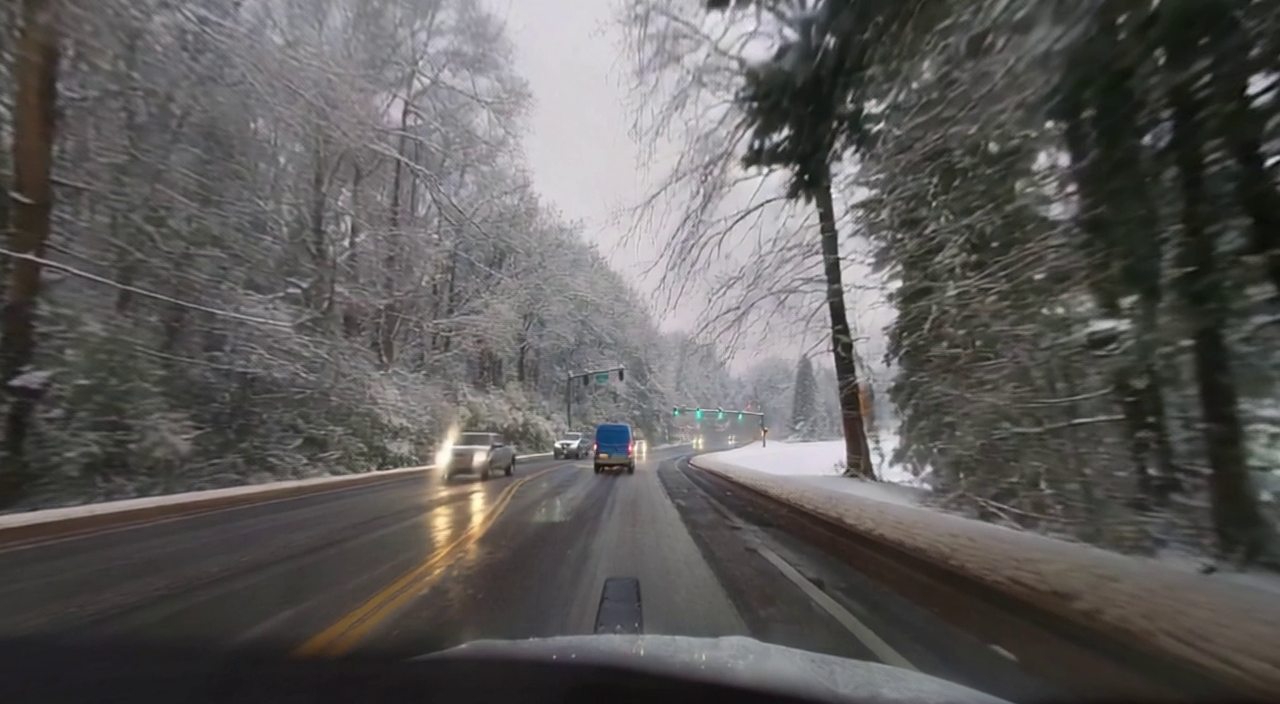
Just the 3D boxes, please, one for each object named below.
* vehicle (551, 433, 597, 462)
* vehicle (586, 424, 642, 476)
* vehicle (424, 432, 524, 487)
[{"bbox_3d":[-4.878,7.192,47.491,2.295,1.981,5.836,-1,-8,6],"label":"vehicle"},{"bbox_3d":[-1.149,4.564,29.491,2.362,2.185,5.212,0,-8,-1],"label":"vehicle"},{"bbox_3d":[-5.410,3.566,21.182,2.051,1.648,4.451,0,-8,2],"label":"vehicle"}]
